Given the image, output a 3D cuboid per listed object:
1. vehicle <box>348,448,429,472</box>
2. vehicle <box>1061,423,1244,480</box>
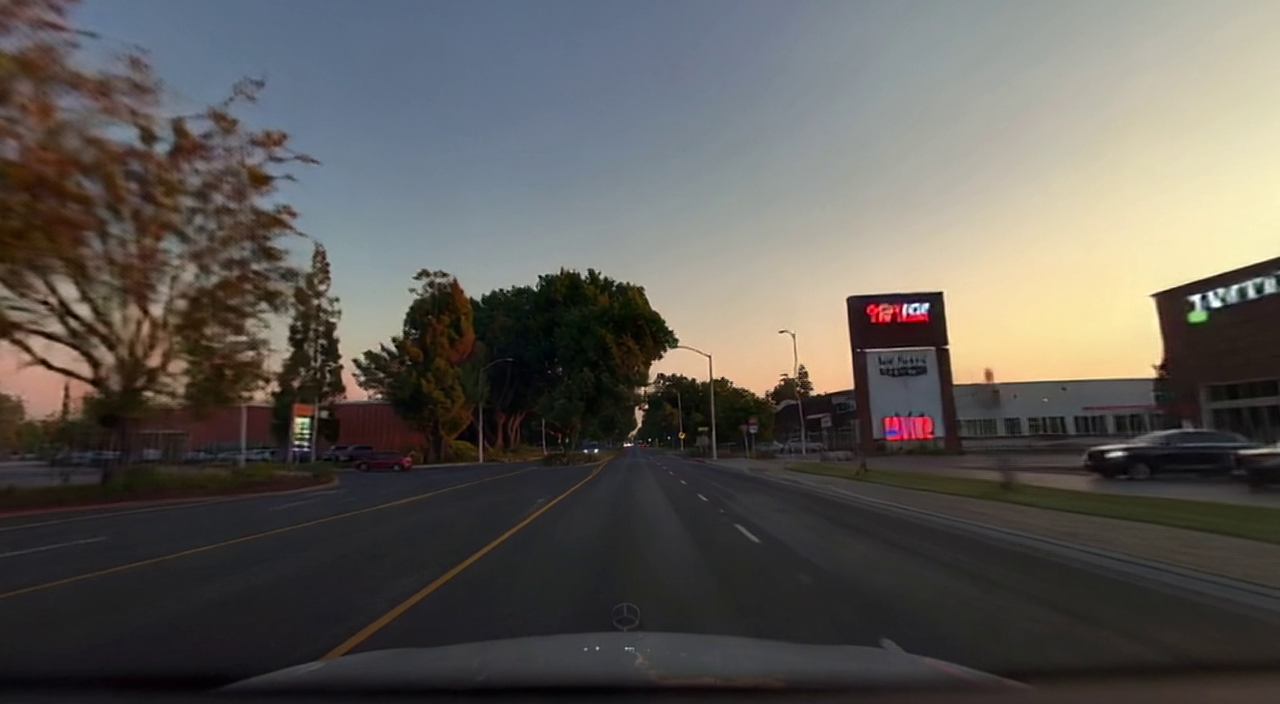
[{"bbox_3d":[-17.192,7.380,43.398,4.658,1.544,2.056,0,-8,2],"label":"vehicle"},{"bbox_3d":[16.059,3.125,19.965,4.035,1.704,1.950,0,-8,-1],"label":"vehicle"}]
